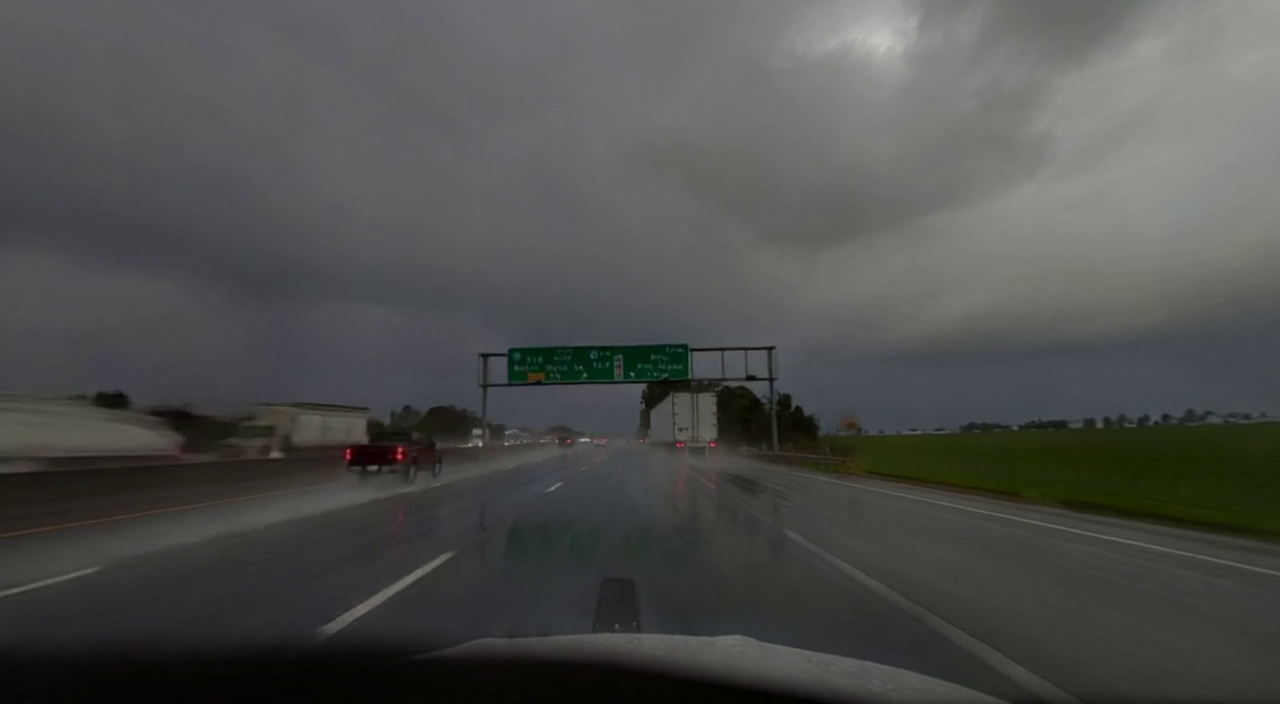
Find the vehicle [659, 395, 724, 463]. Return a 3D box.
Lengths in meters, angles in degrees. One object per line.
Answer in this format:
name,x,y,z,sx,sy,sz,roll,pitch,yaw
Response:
vehicle,3.005,4.991,40.550,2.760,3.710,12.230,0,-7,-2

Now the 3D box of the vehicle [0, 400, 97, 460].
vehicle,-25.237,3.153,25.261,2.124,2.243,5.489,0,-8,-2

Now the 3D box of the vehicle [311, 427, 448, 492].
vehicle,-7.364,3.048,18.439,2.076,1.636,4.597,0,-8,0

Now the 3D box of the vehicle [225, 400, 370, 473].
vehicle,-19.173,4.857,36.303,2.912,3.597,9.830,0,-8,-1

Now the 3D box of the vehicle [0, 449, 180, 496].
vehicle,-25.185,4.838,25.212,2.631,1.525,16.050,0,-8,-3
